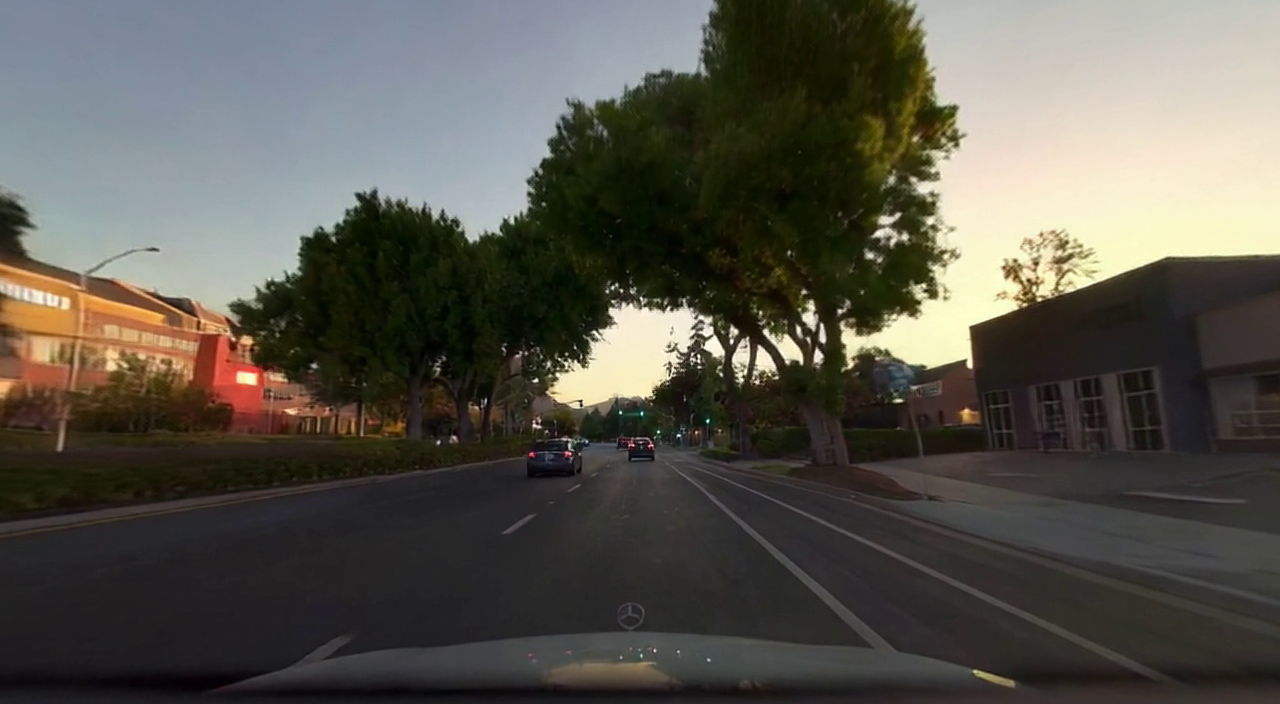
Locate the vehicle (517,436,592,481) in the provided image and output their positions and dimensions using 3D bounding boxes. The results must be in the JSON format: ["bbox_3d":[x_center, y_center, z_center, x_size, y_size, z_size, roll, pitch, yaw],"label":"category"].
[{"bbox_3d":[-2.986,3.846,23.039,2.015,1.470,4.458,0,-8,1],"label":"vehicle"}]

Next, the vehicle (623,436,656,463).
[{"bbox_3d":[0.000,6.712,43.659,2.153,1.764,4.047,0,-8,1],"label":"vehicle"}]
